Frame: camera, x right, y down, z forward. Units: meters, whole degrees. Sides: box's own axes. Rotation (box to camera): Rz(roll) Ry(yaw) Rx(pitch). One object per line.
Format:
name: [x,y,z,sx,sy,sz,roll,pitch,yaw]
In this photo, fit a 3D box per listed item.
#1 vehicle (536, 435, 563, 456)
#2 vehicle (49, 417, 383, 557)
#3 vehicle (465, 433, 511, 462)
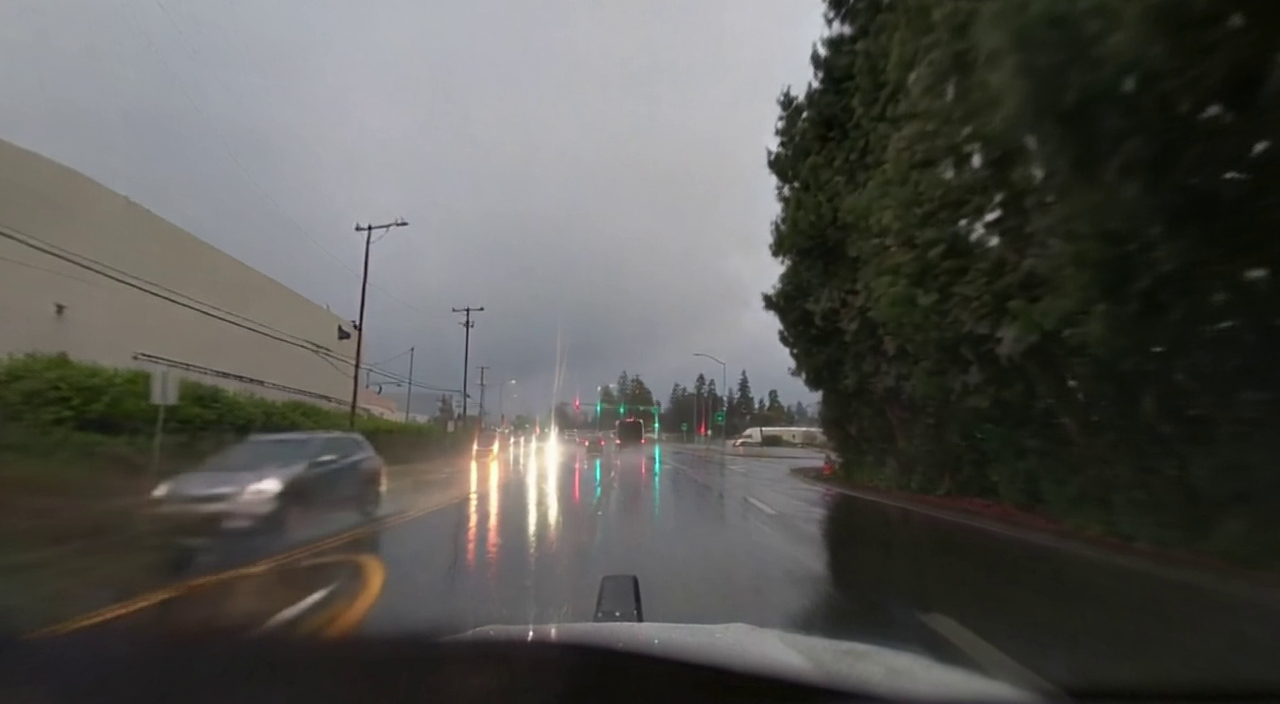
vehicle: [-6.839,7.102,47.863,1.727,1.519,3.805,0,-8,-4]
vehicle: [-5.751,1.839,9.334,2.120,1.610,3.917,0,-8,2]
vehicle: [-9.114,5.735,38.042,1.957,1.588,3.965,0,-8,-2]
